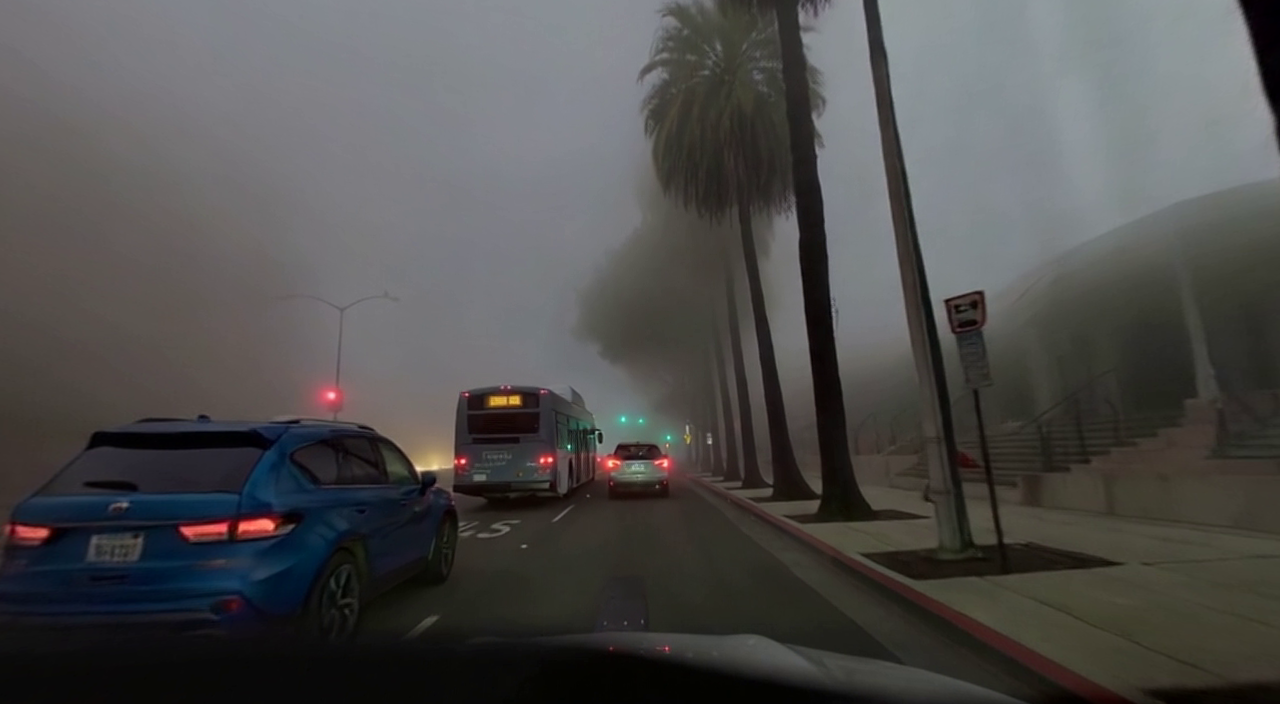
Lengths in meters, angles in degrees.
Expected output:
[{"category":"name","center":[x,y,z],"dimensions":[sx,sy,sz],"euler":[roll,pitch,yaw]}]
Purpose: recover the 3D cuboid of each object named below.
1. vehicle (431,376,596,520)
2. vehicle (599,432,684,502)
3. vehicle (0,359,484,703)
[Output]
[{"category":"vehicle","center":[-2.987,2.661,17.708],"dimensions":[2.775,3.064,8.297],"euler":[0,-9,1]},{"category":"vehicle","center":[0.057,3.166,17.681],"dimensions":[2.120,1.727,3.917],"euler":[0,-9,0]},{"category":"vehicle","center":[-3.001,1.270,5.320],"dimensions":[2.124,1.799,4.587],"euler":[0,-9,1]}]
